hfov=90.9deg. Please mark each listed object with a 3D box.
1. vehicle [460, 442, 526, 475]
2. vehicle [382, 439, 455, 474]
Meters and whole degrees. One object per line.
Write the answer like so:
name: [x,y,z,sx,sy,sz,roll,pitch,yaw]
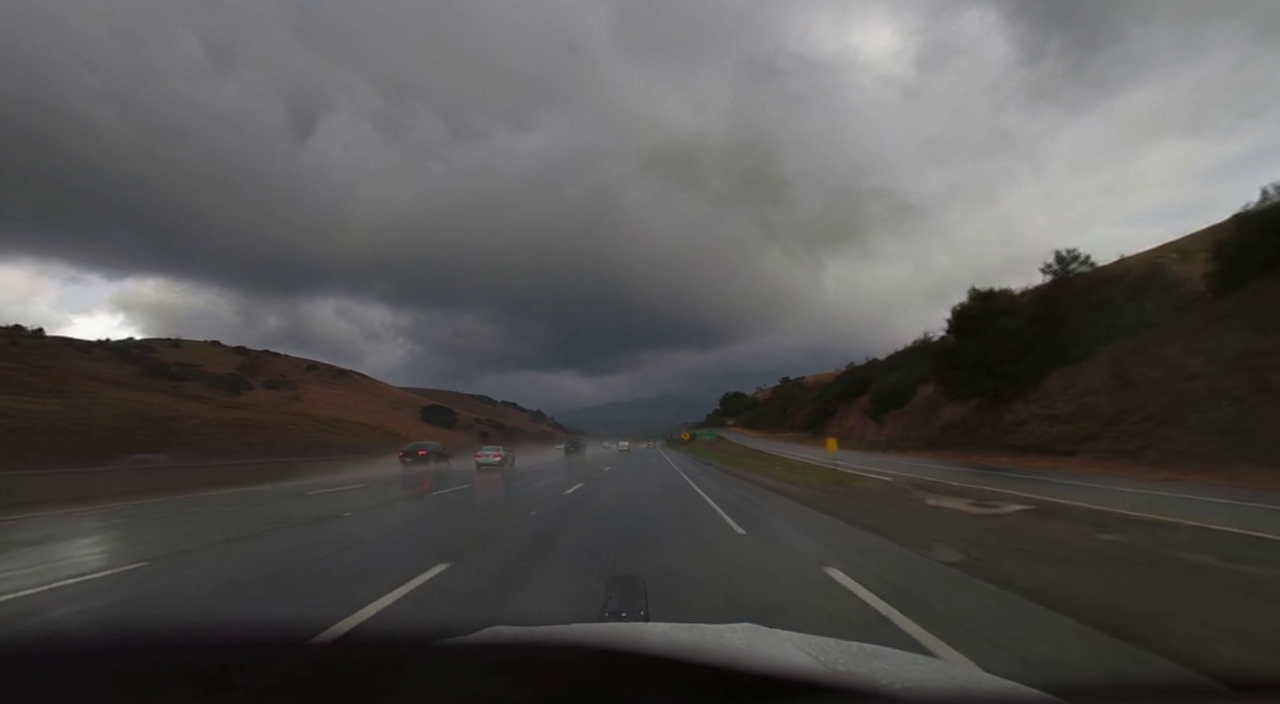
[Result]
vehicle: [-7.178,5.230,31.342,2.107,1.484,4.449,-1,-8,1]
vehicle: [-11.400,5.385,32.801,2.020,1.645,4.629,-1,-8,1]
